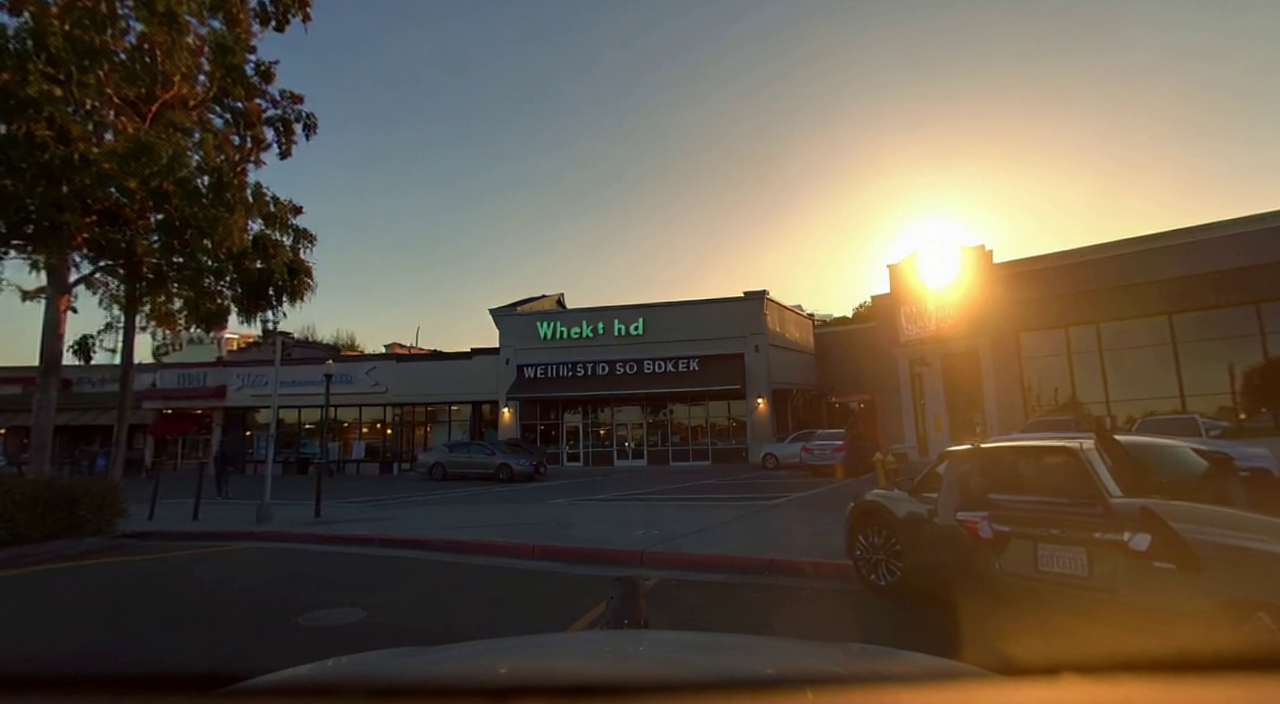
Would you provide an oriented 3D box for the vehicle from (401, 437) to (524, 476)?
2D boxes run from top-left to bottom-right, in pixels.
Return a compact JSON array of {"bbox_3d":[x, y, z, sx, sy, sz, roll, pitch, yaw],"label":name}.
[{"bbox_3d":[-7.768,4.601,27.761,4.814,1.618,1.869,-2,-9,11],"label":"vehicle"}]

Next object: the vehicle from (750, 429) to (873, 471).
[{"bbox_3d":[7.290,4.168,26.834,4.706,1.663,1.993,-4,-9,25],"label":"vehicle"}]
